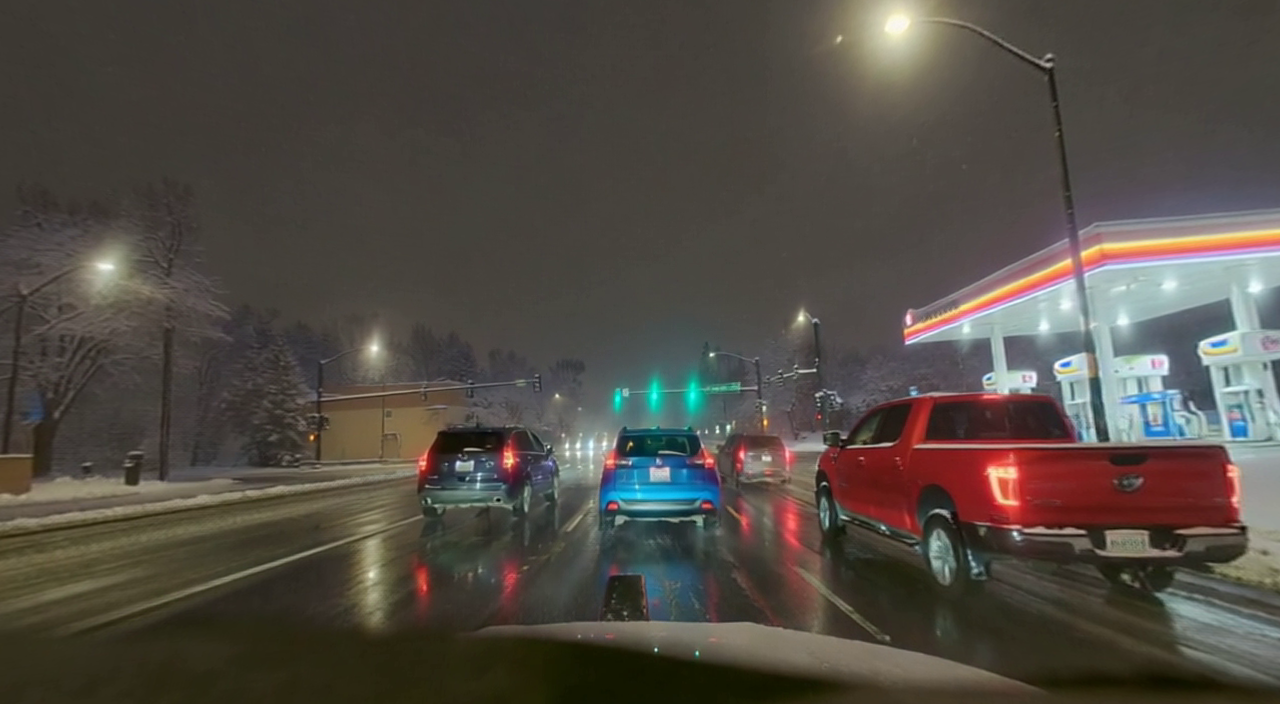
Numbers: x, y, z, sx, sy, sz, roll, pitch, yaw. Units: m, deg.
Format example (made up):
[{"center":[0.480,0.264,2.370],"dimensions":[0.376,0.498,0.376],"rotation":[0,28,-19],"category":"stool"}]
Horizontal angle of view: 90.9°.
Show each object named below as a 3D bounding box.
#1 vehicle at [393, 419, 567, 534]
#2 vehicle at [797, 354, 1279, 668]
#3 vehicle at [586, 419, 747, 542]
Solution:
[{"center":[-2.700,2.220,11.848],"dimensions":[2.019,1.731,4.299],"rotation":[0,-8,2],"category":"vehicle"},{"center":[3.416,1.326,6.491],"dimensions":[2.161,1.868,5.321],"rotation":[0,-8,-1],"category":"vehicle"},{"center":[0.355,2.050,10.645],"dimensions":[2.181,1.650,4.083],"rotation":[0,-8,0],"category":"vehicle"}]
